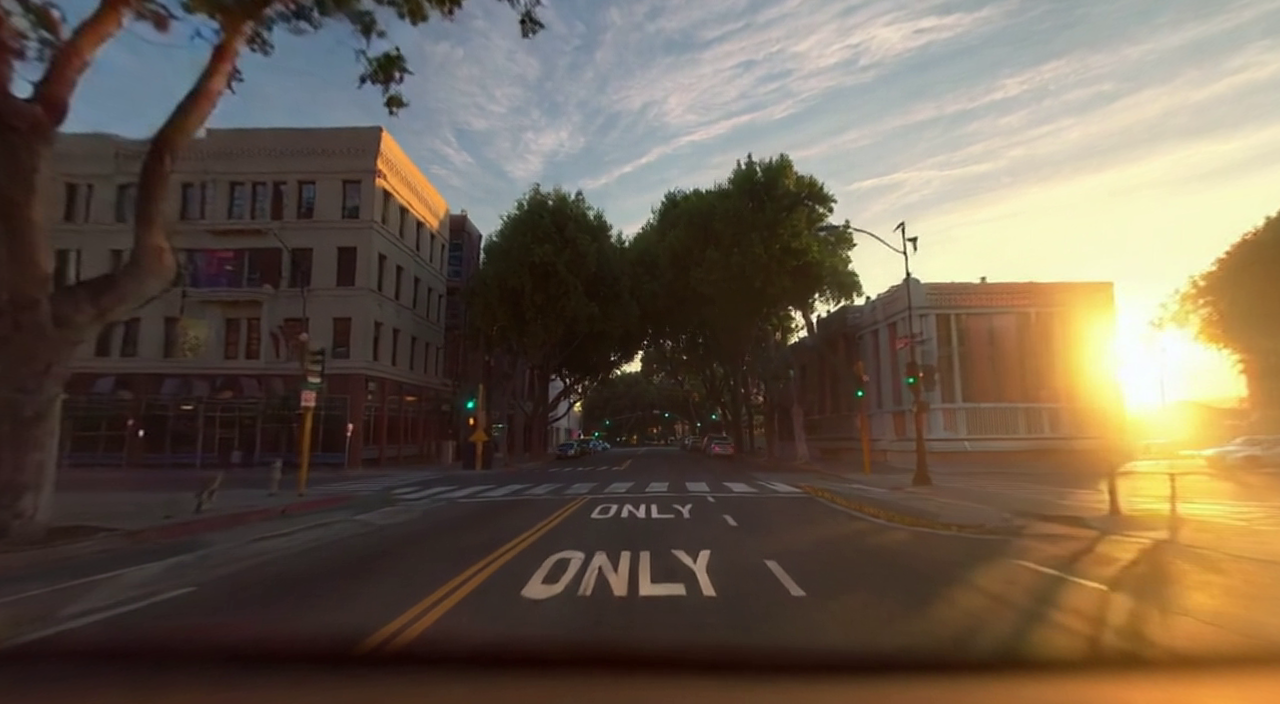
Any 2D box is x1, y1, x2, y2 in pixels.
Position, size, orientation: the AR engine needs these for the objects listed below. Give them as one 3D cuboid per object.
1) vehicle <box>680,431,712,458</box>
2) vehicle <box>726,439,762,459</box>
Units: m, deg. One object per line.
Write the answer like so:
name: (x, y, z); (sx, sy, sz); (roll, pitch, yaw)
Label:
vehicle: (4.154, 6.936, 47.218); (1.971, 1.919, 4.748); (0, -8, 0)
vehicle: (8.163, 7.629, 49.812); (1.997, 1.510, 4.455); (0, -8, -1)
